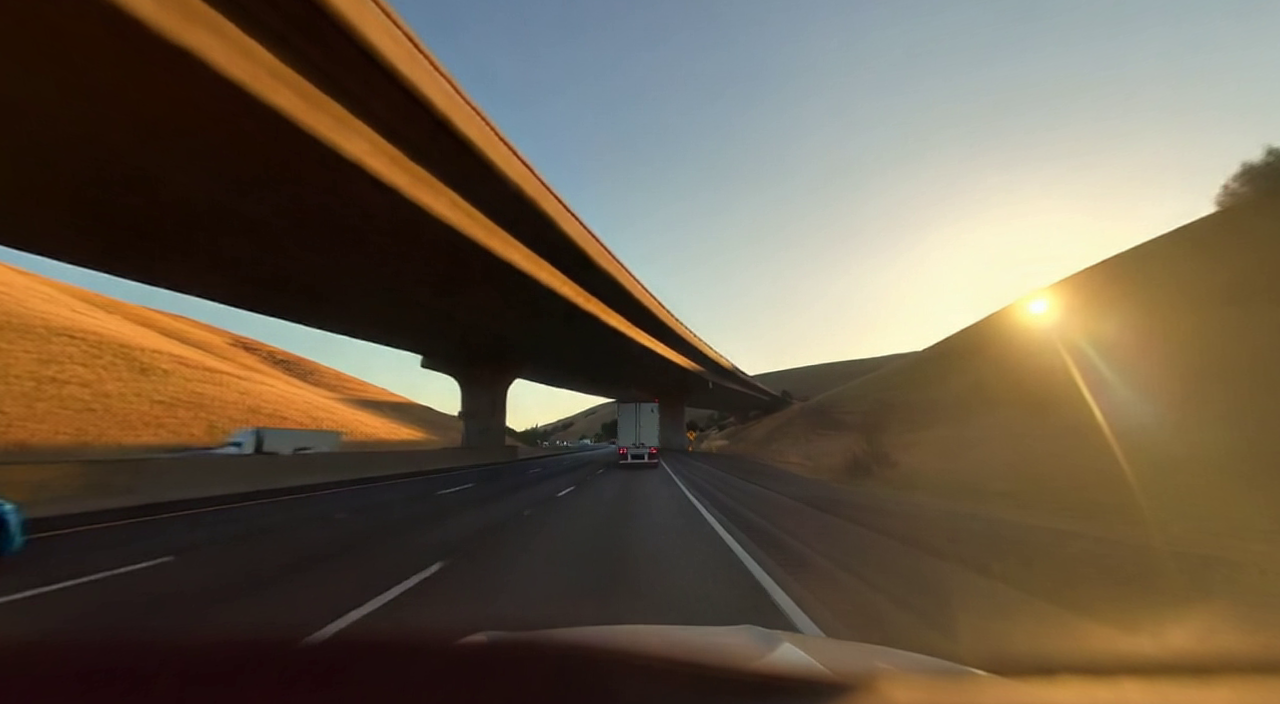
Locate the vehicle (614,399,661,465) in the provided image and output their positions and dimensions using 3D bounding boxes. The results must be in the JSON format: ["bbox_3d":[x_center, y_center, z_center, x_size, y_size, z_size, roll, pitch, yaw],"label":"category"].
[{"bbox_3d":[-0.140,5.742,44.324,2.866,4.014,11.261,0,-9,0],"label":"vehicle"}]
